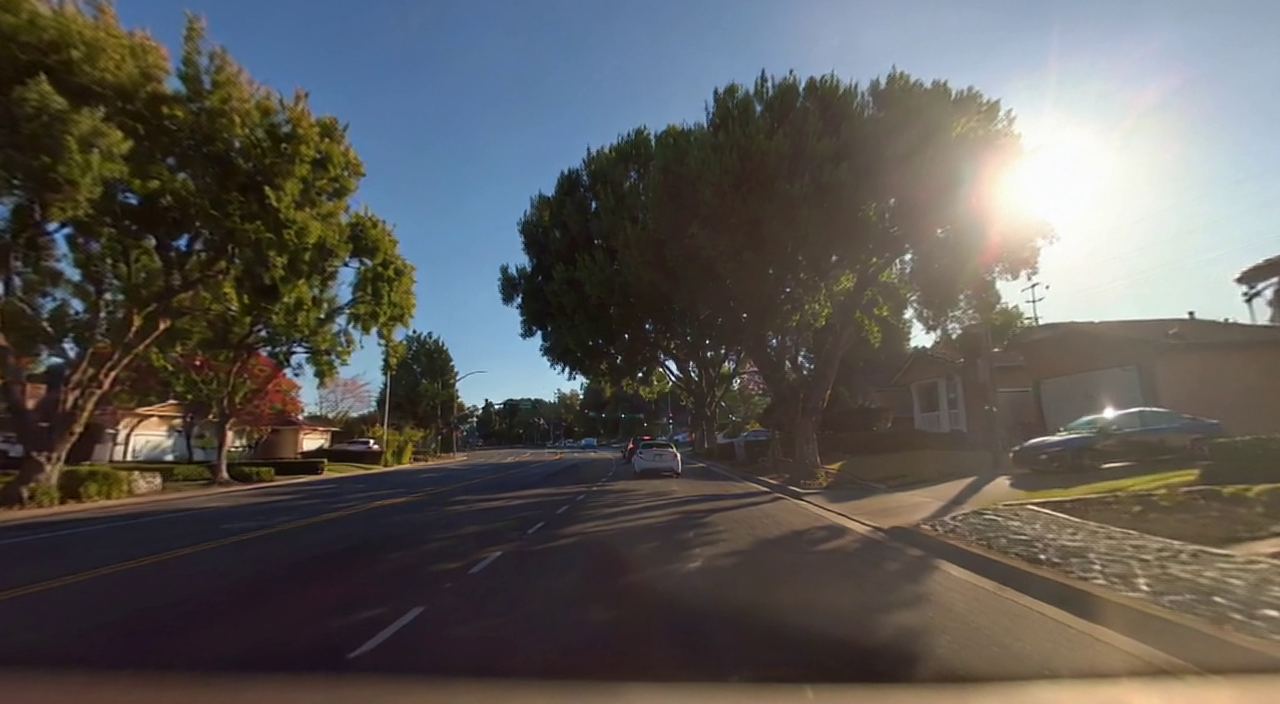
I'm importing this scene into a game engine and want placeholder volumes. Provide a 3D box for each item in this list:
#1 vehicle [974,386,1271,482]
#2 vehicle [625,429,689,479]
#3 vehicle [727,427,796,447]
[{"bbox_3d":[10.200,1.772,13.641,4.746,1.485,1.916,-5,-8,0],"label":"vehicle"},{"bbox_3d":[0.575,3.634,22.632,2.088,1.607,3.903,0,-8,1],"label":"vehicle"},{"bbox_3d":[9.338,6.582,48.547,4.783,1.514,1.895,2,-9,-14],"label":"vehicle"}]
